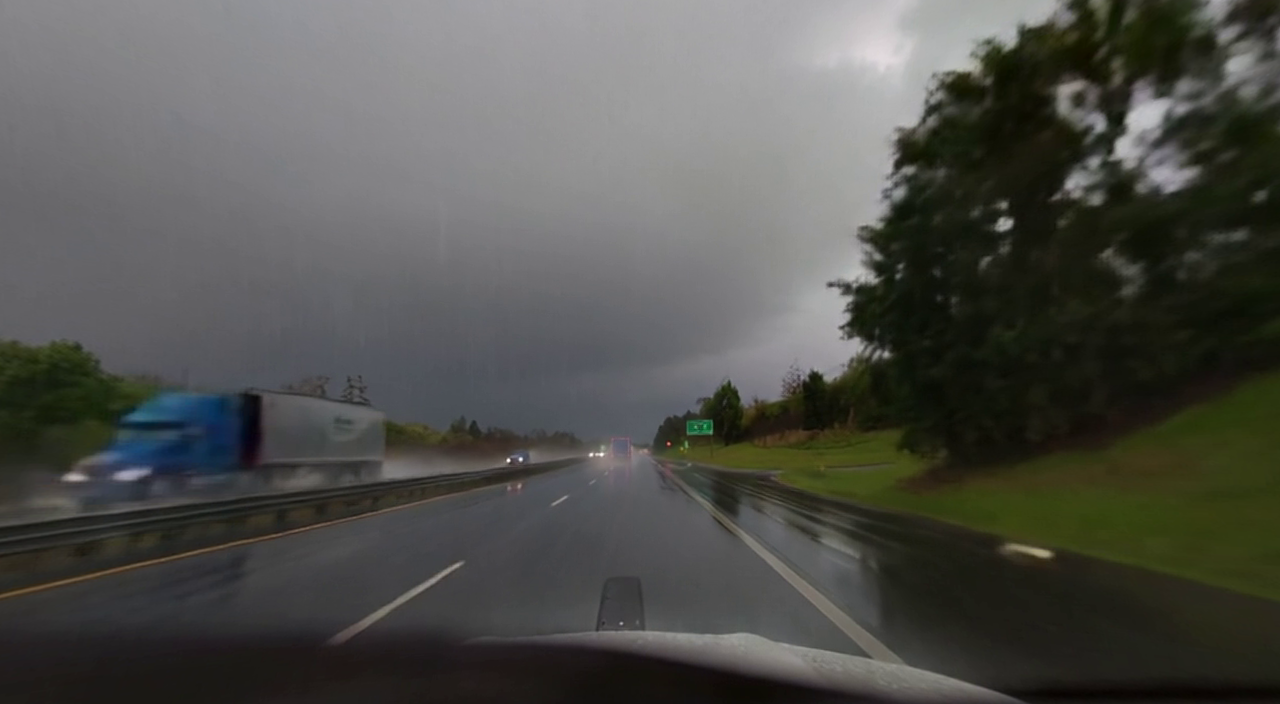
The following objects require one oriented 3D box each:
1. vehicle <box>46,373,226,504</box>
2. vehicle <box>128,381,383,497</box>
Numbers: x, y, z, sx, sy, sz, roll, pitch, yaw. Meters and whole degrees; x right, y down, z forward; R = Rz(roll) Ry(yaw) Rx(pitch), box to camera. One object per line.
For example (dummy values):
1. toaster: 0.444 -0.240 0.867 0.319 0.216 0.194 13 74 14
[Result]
1. vehicle: -16.306 2.834 20.697 3.104 3.970 2.917 0 -9 1
2. vehicle: -16.247 4.120 28.994 3.011 4.038 13.732 0 -9 0
